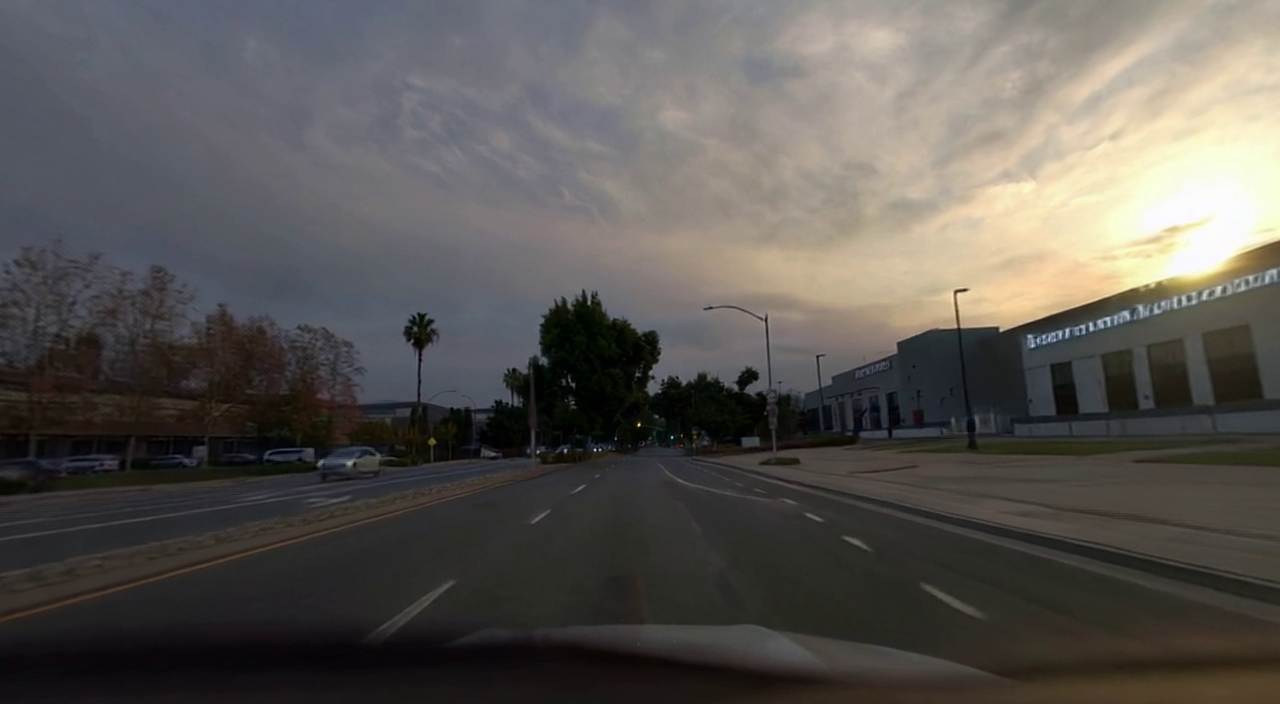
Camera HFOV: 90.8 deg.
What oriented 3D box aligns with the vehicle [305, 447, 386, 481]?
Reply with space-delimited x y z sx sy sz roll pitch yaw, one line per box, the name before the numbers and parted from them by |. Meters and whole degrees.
vehicle | -16.007 6.094 34.678 2.131 1.679 4.554 -1 -8 2
